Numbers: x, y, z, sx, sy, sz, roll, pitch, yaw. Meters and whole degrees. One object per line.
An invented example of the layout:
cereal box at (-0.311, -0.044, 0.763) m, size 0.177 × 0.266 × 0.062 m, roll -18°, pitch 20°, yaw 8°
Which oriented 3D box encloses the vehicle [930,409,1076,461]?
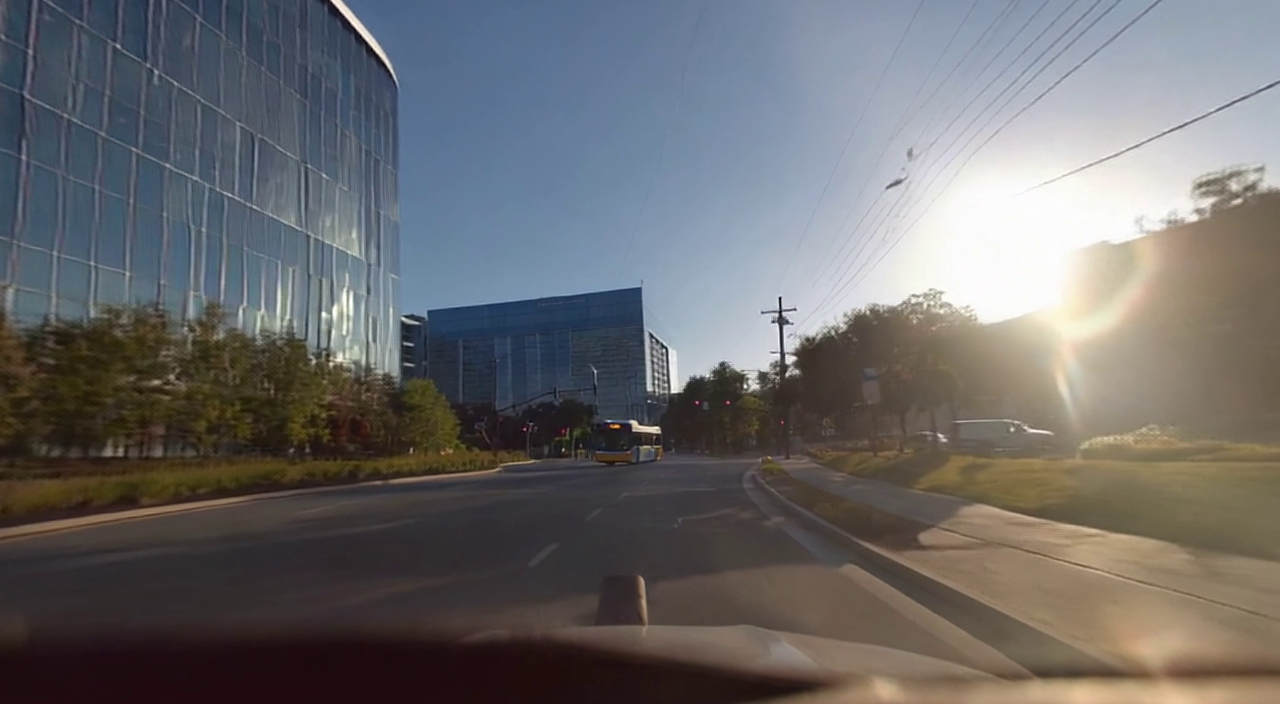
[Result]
vehicle at (15.110, 3.533, 26.512) m, size 4.647 × 1.951 × 2.304 m, roll -3°, pitch -9°, yaw 8°
